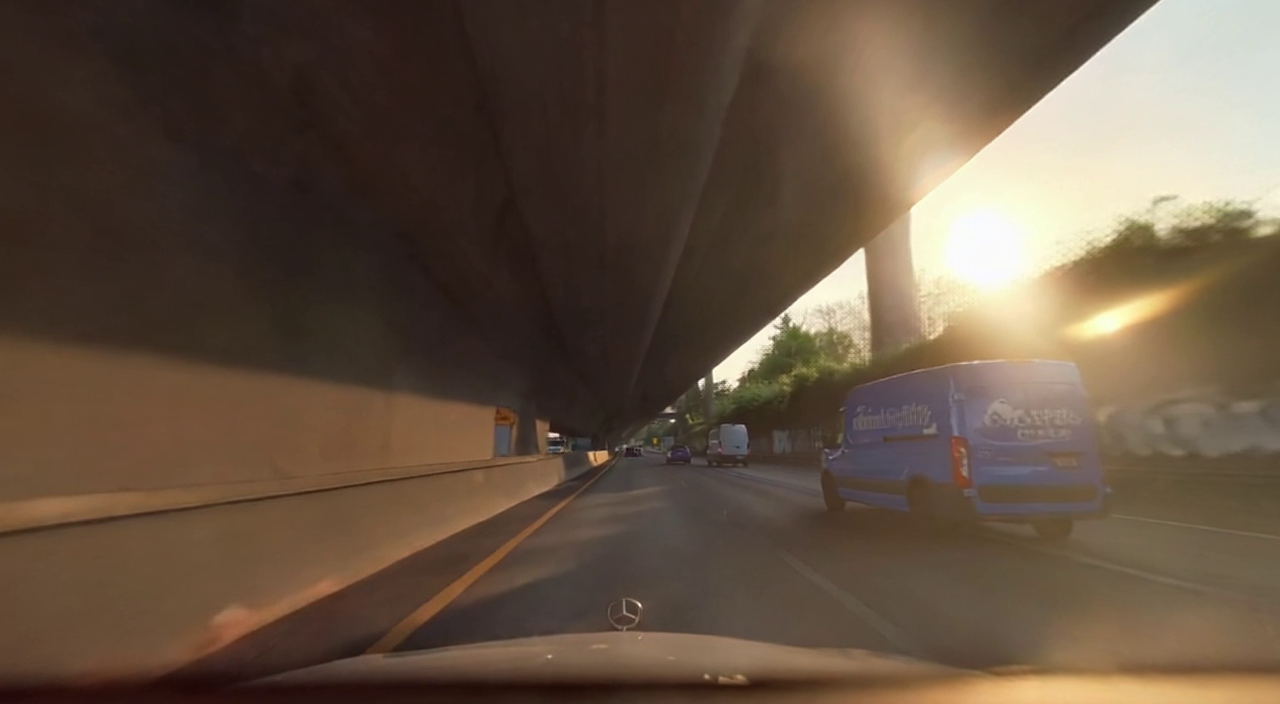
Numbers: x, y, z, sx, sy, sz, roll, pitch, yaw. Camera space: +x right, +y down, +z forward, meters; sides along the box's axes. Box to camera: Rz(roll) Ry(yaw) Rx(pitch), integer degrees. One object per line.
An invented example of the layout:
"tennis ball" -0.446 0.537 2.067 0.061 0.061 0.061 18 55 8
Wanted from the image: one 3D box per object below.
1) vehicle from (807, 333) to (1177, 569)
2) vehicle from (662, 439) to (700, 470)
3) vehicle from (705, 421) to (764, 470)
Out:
"vehicle" 4.709 1.521 9.964 2.283 2.631 5.719 0 -9 -2
"vehicle" 2.692 6.916 42.491 2.007 1.943 5.010 0 -9 -2
"vehicle" 6.596 6.740 45.230 2.761 3.225 7.624 0 -9 -2
